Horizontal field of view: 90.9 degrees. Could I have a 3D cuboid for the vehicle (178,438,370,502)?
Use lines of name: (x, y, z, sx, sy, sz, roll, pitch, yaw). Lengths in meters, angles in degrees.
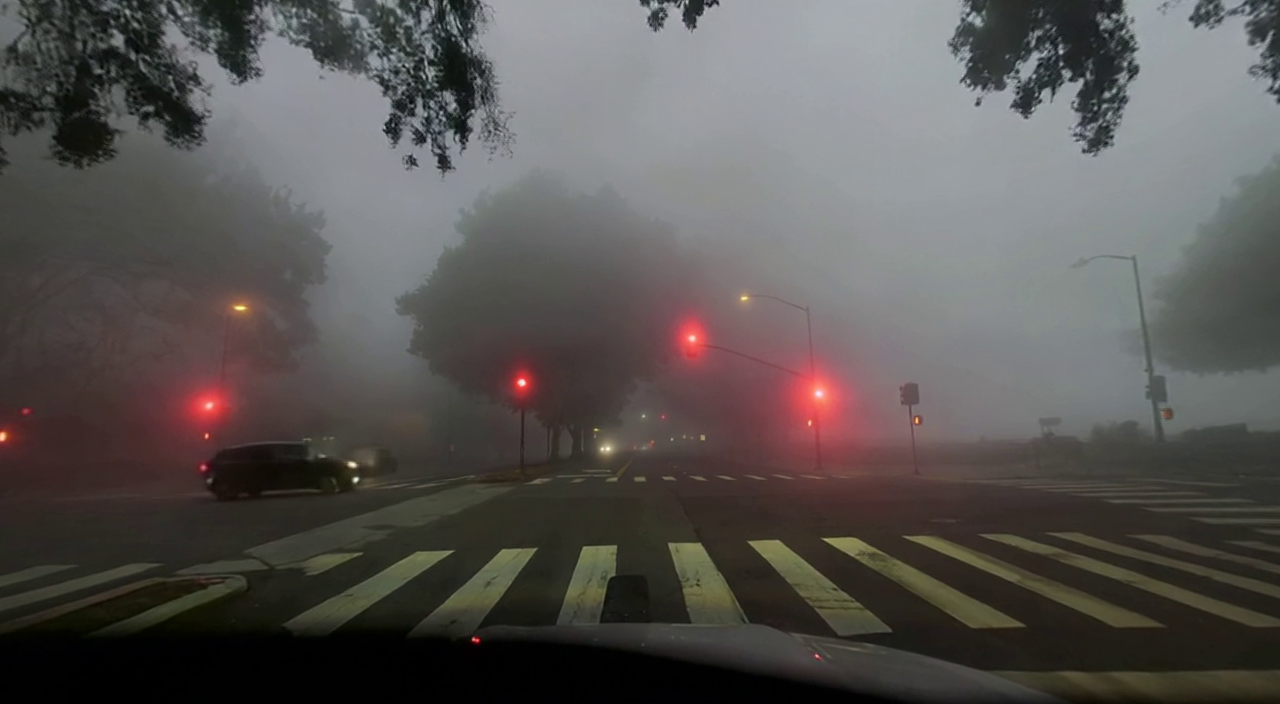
vehicle: (-10.522, 3.398, 18.603, 4.569, 1.658, 2.153, 3, -9, -24)
